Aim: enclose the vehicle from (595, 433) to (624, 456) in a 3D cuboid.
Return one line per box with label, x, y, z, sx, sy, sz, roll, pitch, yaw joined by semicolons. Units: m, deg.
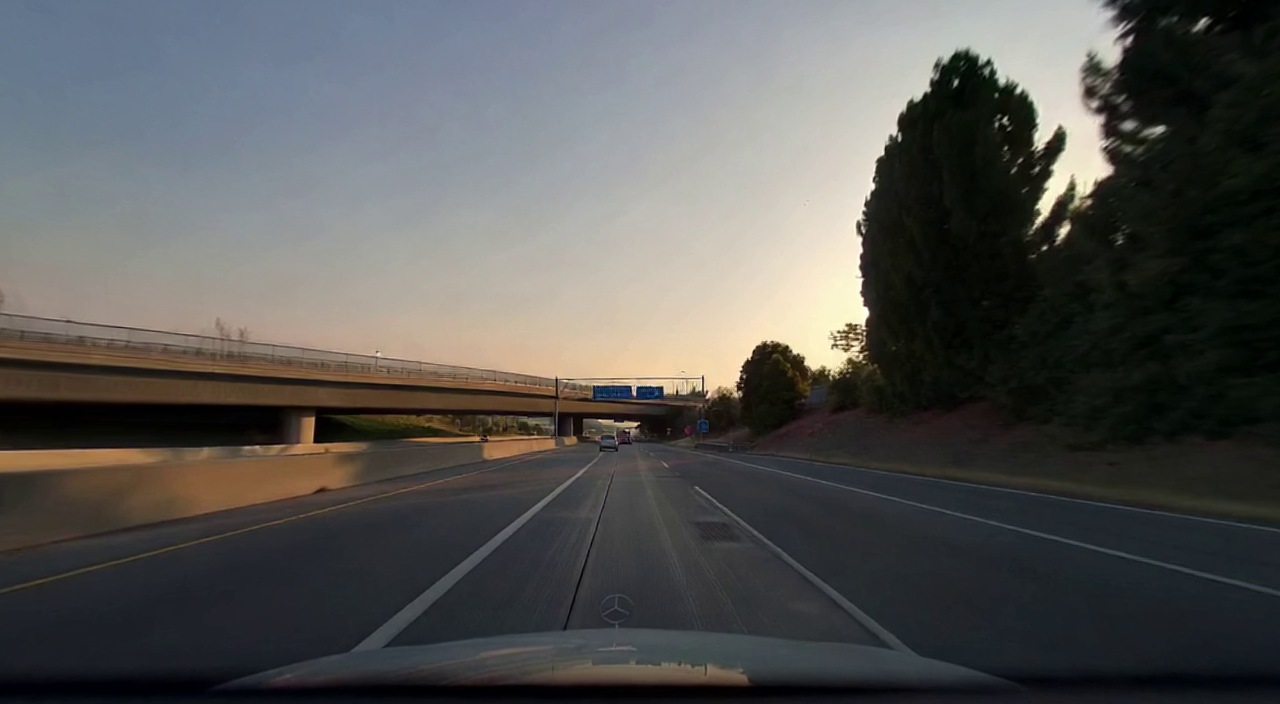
vehicle;-2.135;6.547;44.617;1.993;1.519;4.046;0;-8;-2
